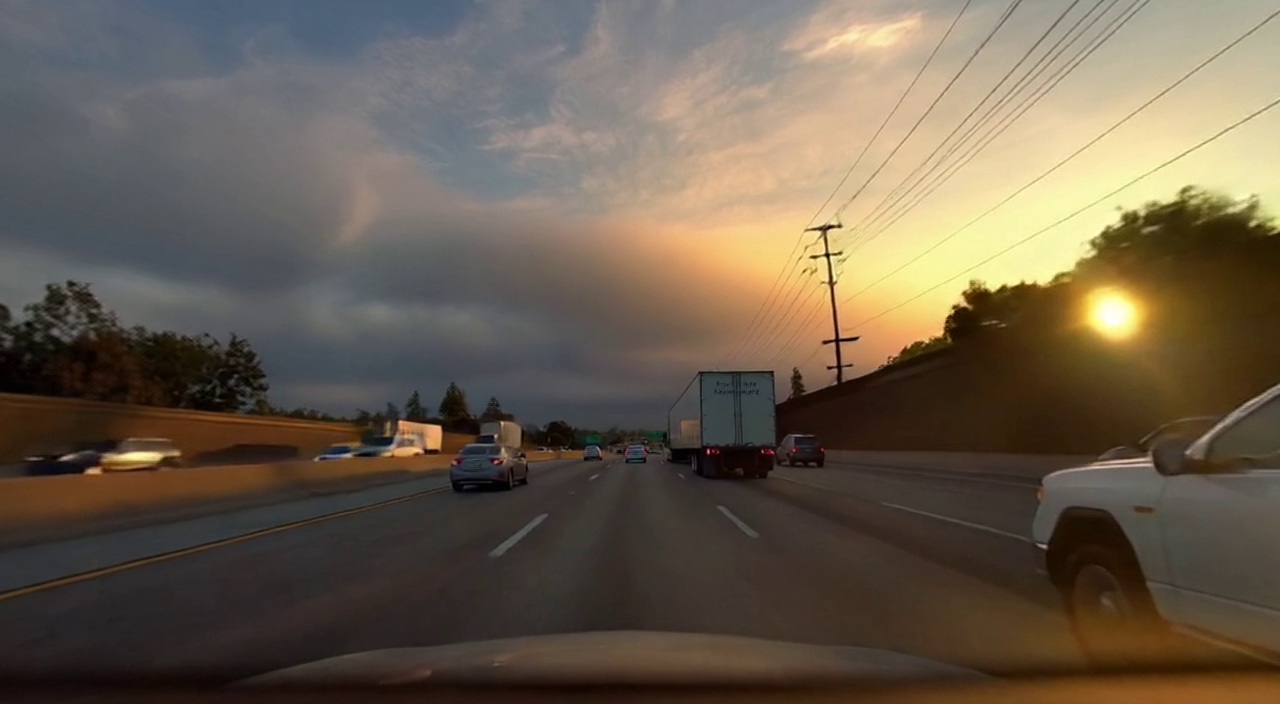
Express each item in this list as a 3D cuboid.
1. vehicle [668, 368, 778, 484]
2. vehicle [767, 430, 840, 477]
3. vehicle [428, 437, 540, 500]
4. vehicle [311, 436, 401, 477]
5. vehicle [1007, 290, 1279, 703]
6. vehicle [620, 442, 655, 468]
[{"bbox_3d":[3.300,3.761,30.524,2.907,4.109,16.177,0,-8,-1],"label":"vehicle"},{"bbox_3d":[7.396,4.633,29.052,2.079,1.938,4.630,0,-8,0],"label":"vehicle"},{"bbox_3d":[-4.091,3.093,17.199,1.968,1.507,3.829,0,-8,1],"label":"vehicle"},{"bbox_3d":[-10.959,4.025,24.583,1.796,1.470,3.706,0,-8,0],"label":"vehicle"},{"bbox_3d":[3.333,0.590,1.284,2.132,1.869,4.978,0,-8,0],"label":"vehicle"},{"bbox_3d":[-0.107,6.377,39.224,2.047,1.485,3.938,0,-8,1],"label":"vehicle"}]
